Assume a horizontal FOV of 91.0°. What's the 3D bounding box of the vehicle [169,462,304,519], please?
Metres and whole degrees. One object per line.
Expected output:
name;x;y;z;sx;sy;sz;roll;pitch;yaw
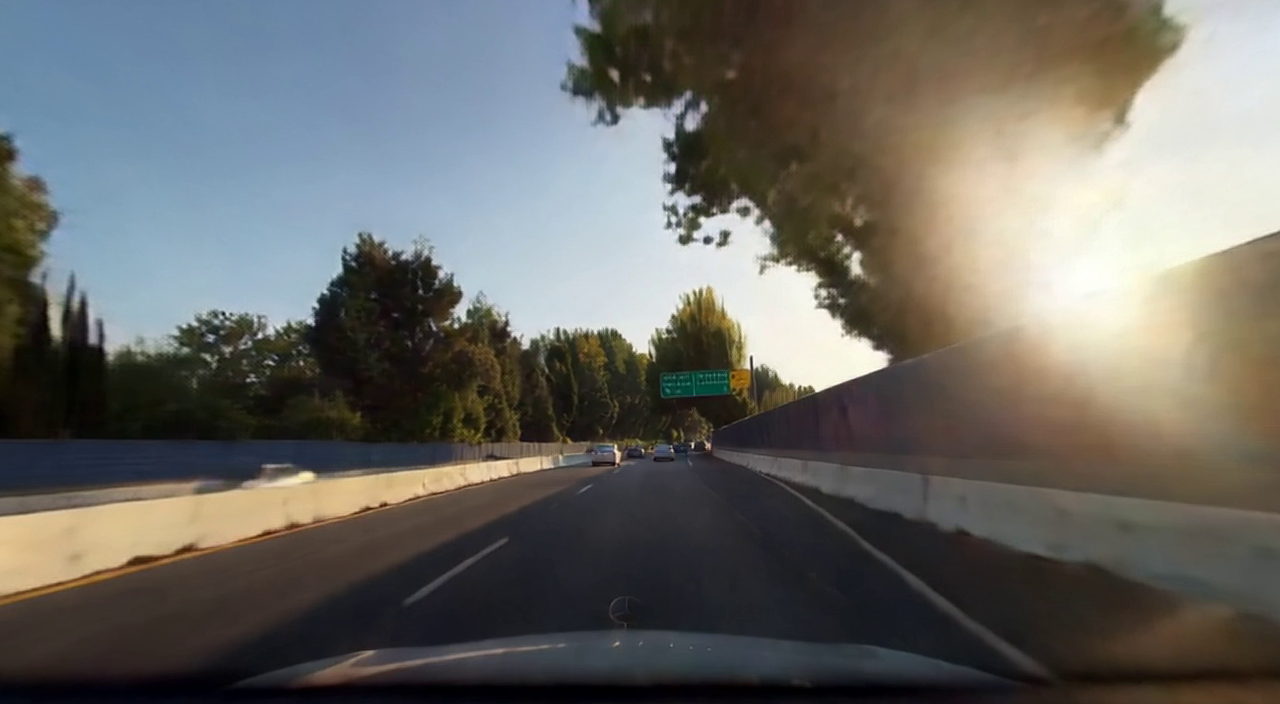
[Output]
vehicle;-14.173;4.833;22.454;1.870;1.674;4.218;0;-8;2

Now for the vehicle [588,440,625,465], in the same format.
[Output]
vehicle;-2.137;6.585;41.500;1.985;1.518;3.847;-1;-8;4

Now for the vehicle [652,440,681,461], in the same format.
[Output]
vehicle;1.971;7.334;46.994;2.077;1.533;3.854;-1;-8;3
